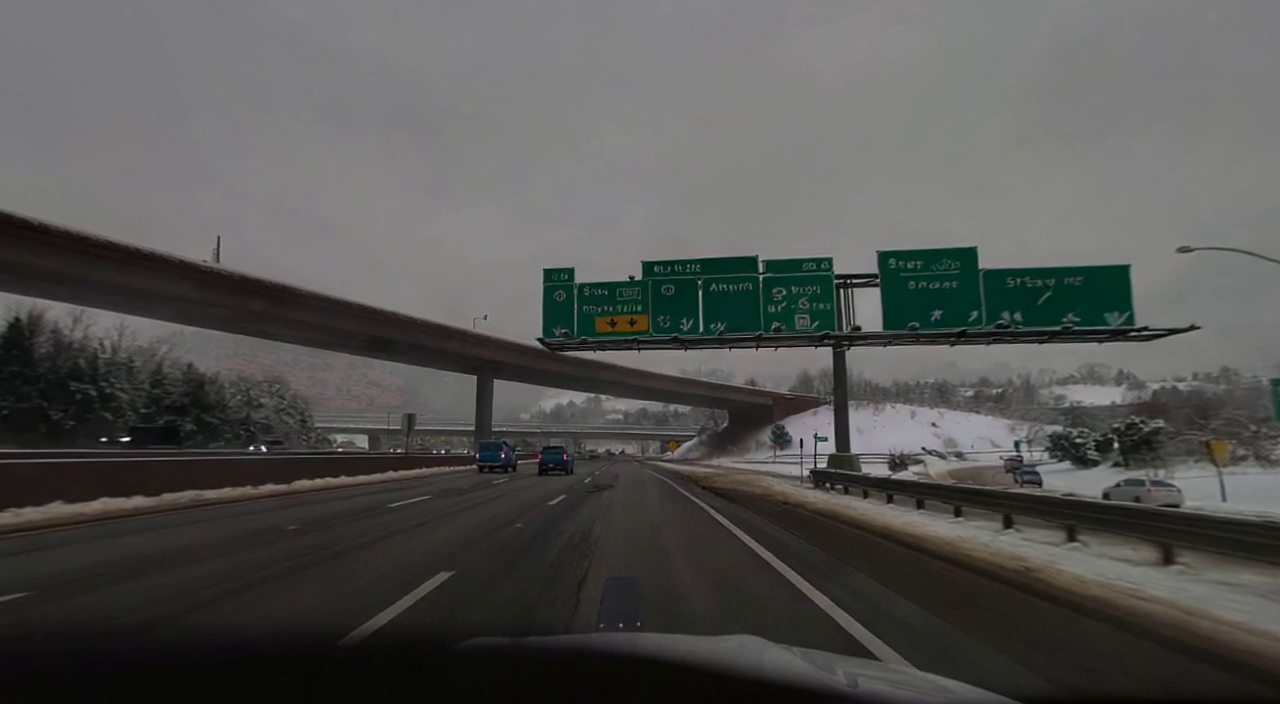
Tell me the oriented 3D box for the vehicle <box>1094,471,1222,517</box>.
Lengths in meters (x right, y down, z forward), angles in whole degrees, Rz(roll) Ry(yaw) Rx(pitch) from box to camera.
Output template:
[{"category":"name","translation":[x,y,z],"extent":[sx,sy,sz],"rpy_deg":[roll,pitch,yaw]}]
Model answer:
[{"category":"vehicle","translation":[21.774,5.957,26.785],"extent":[2.103,1.523,4.653],"rpy_deg":[-1,-9,10]}]

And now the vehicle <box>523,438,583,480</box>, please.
[{"category":"vehicle","translation":[-4.022,5.046,30.010],"extent":[2.144,1.847,4.850],"rpy_deg":[0,-8,0]}]

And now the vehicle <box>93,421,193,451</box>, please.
[{"category":"vehicle","translation":[-34.676,5.953,44.237],"extent":[2.229,1.985,5.898],"rpy_deg":[0,-8,0]}]

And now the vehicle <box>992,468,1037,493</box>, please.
[{"category":"vehicle","translation":[27.529,9.406,46.363],"extent":[1.944,1.528,4.123],"rpy_deg":[-3,-9,19]}]

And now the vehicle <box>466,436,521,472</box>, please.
[{"category":"vehicle","translation":[-8.515,5.967,37.077],"extent":[2.132,1.984,4.639],"rpy_deg":[0,-8,-1]}]
